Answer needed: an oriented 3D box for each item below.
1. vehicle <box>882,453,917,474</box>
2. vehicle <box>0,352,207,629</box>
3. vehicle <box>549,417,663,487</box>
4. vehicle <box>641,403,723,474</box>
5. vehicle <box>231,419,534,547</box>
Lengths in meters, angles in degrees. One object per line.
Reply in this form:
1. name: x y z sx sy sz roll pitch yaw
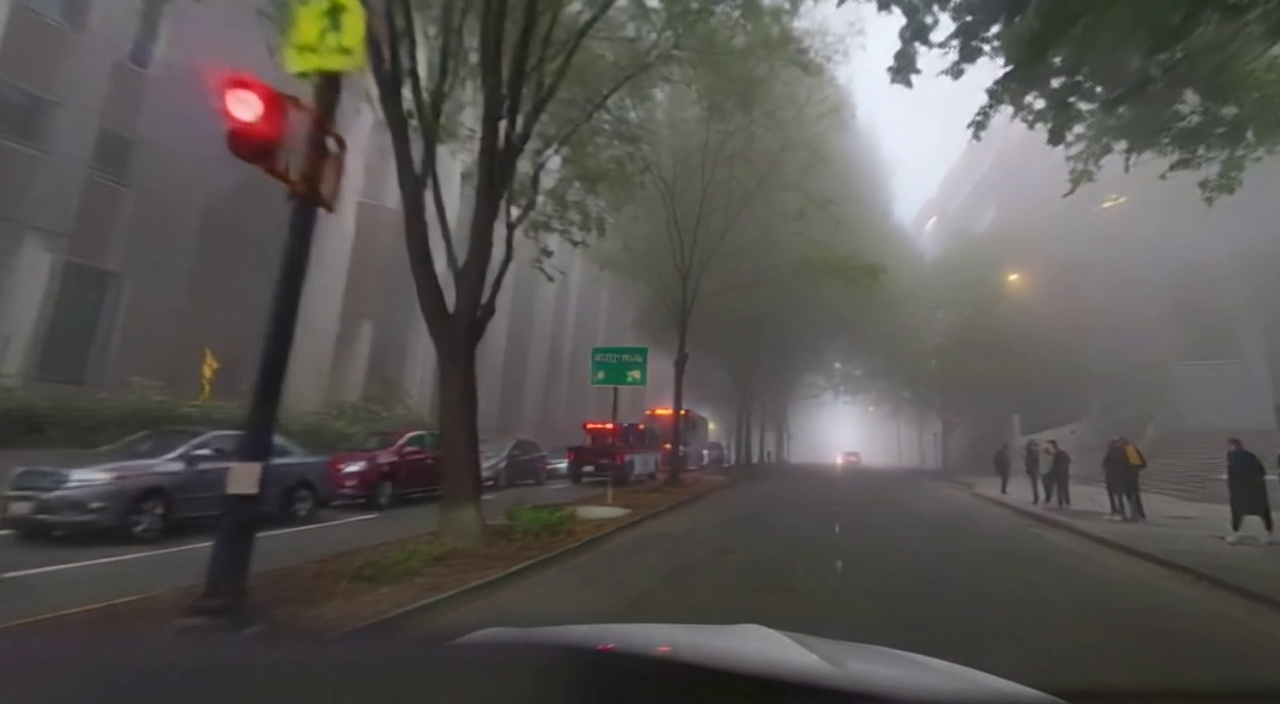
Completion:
1. vehicle: 20.013 8.582 48.850 1.888 1.536 4.381 -2 -9 15
2. vehicle: -5.508 0.794 3.434 2.053 1.798 4.841 -3 -9 17
3. vehicle: -0.864 3.049 19.328 1.988 1.855 4.599 -3 -9 17
4. vehicle: 1.958 3.769 27.255 2.268 2.708 5.699 -3 -9 17
5. vehicle: -3.571 1.919 9.938 1.826 1.488 4.628 -3 -9 17
